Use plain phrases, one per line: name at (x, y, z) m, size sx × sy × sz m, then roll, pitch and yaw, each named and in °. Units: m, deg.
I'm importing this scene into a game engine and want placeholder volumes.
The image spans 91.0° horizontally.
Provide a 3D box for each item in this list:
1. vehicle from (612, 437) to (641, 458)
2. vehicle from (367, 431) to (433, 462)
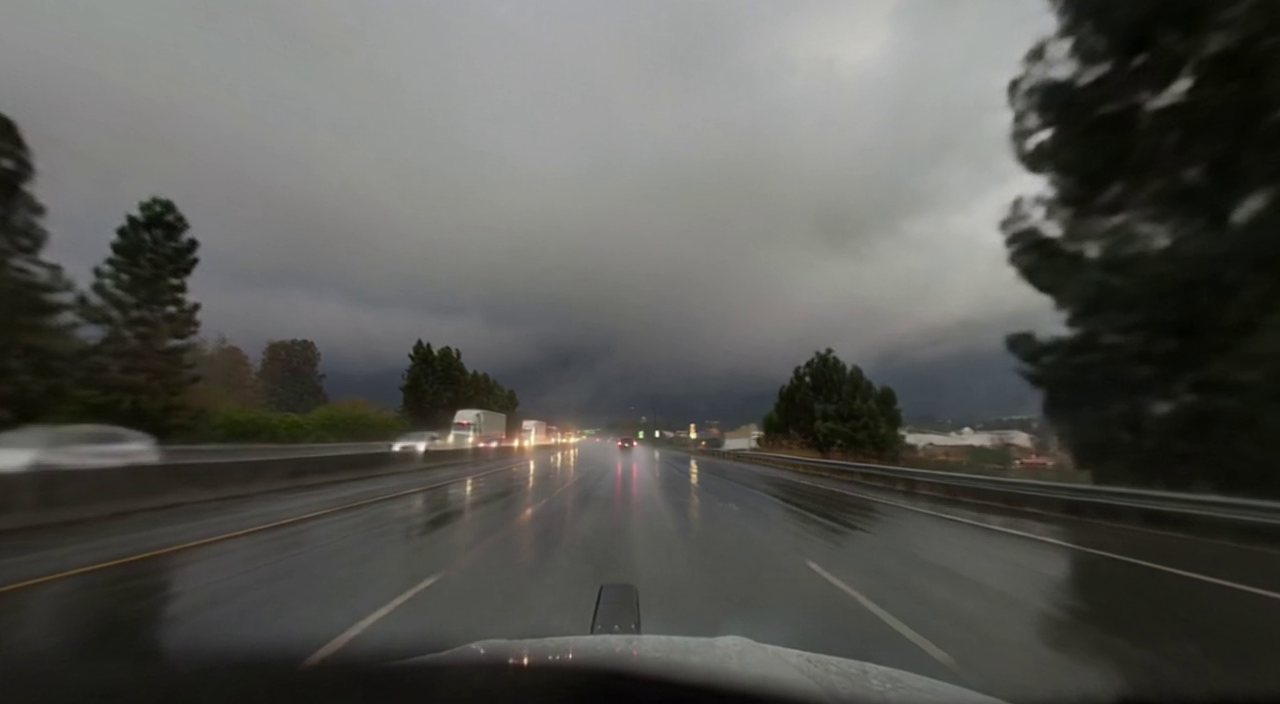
vehicle at (-1.038, 7.234, 47.893) m, size 2.099 × 1.504 × 3.843 m, roll 0°, pitch -8°, yaw -2°
vehicle at (-12.705, 5.032, 33.627) m, size 1.900 × 1.490 × 4.375 m, roll 0°, pitch -8°, yaw -1°
